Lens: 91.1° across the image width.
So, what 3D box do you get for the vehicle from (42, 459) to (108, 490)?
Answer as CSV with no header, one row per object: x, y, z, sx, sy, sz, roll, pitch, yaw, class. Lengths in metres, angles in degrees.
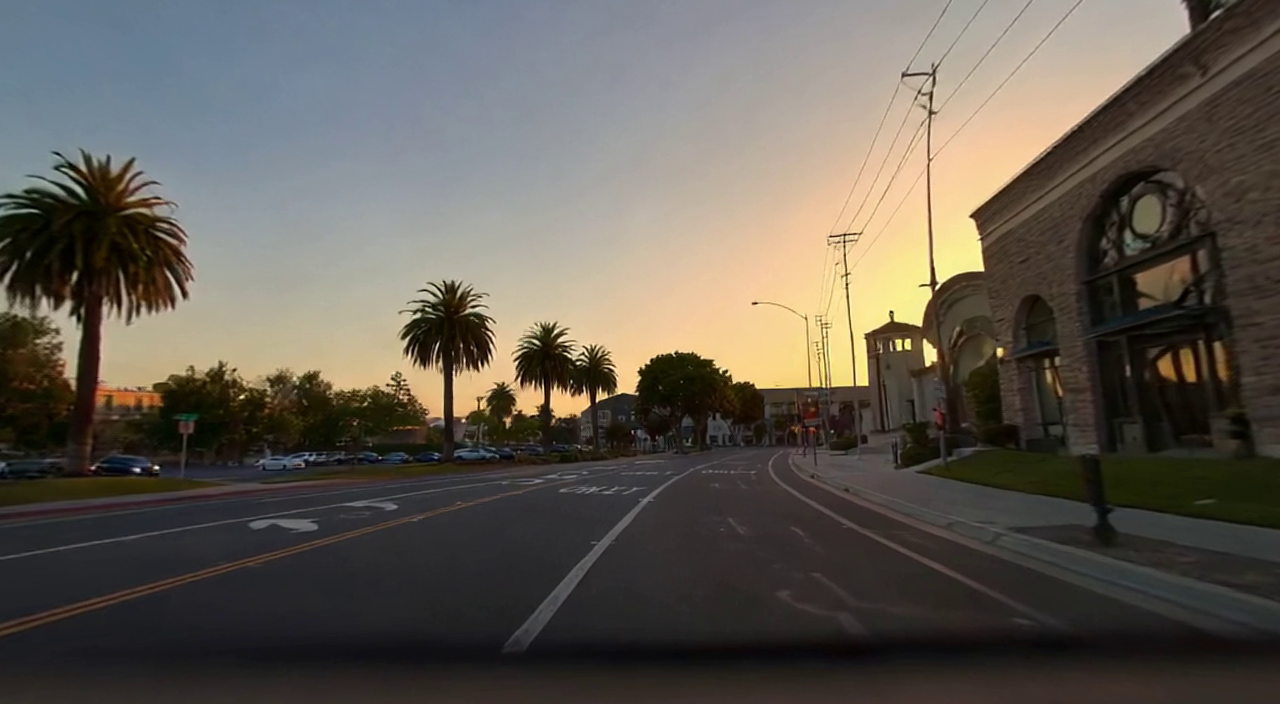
-31.843,6.848,35.340,4.647,1.539,1.949,-7,-11,39,vehicle

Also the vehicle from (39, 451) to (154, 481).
-36.152,7.553,41.858,5.582,1.832,2.493,-1,-9,6,vehicle
